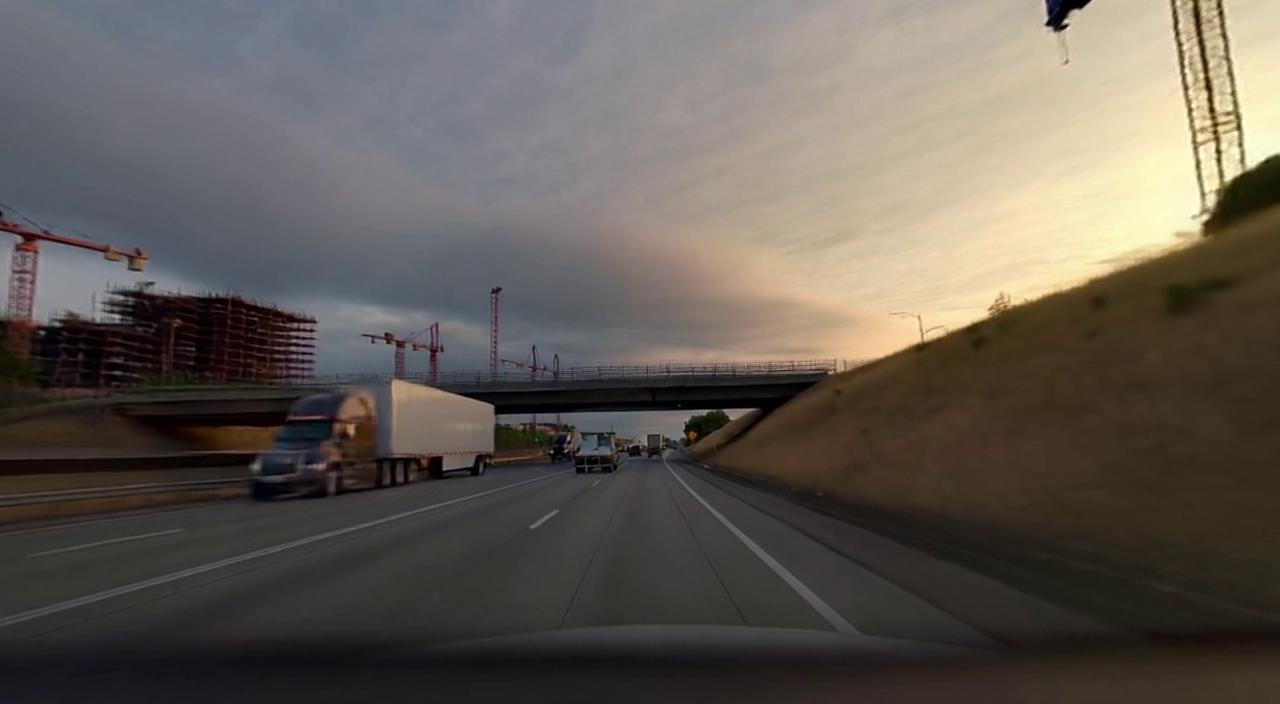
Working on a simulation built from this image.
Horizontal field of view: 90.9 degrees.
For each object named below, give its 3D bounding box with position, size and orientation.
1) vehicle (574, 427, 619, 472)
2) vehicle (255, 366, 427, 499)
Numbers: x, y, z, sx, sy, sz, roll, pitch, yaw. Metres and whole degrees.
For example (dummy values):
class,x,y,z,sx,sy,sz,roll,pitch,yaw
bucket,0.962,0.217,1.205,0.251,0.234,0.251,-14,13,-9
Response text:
class,x,y,z,sx,sy,sz,roll,pitch,yaw
vehicle,-2.872,6.691,43.225,2.565,2.771,6.641,0,-9,1
vehicle,-10.006,2.853,21.976,2.918,3.990,5.826,0,-9,1
